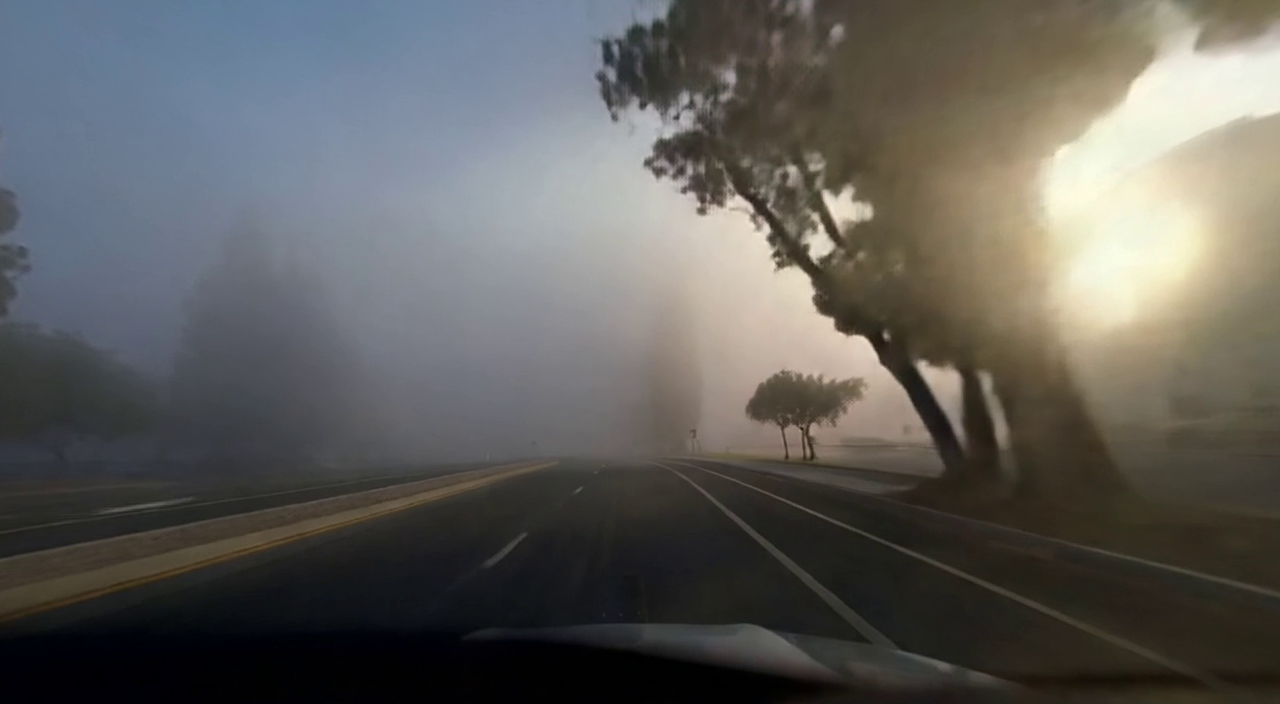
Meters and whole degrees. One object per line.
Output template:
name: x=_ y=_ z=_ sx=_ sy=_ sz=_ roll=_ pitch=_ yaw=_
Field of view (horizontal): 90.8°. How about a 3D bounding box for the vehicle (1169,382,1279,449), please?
vehicle: x=29.525 y=2.934 z=28.607 sx=8.483 sy=2.834 sz=2.843 roll=0 pitch=-8 yaw=0
